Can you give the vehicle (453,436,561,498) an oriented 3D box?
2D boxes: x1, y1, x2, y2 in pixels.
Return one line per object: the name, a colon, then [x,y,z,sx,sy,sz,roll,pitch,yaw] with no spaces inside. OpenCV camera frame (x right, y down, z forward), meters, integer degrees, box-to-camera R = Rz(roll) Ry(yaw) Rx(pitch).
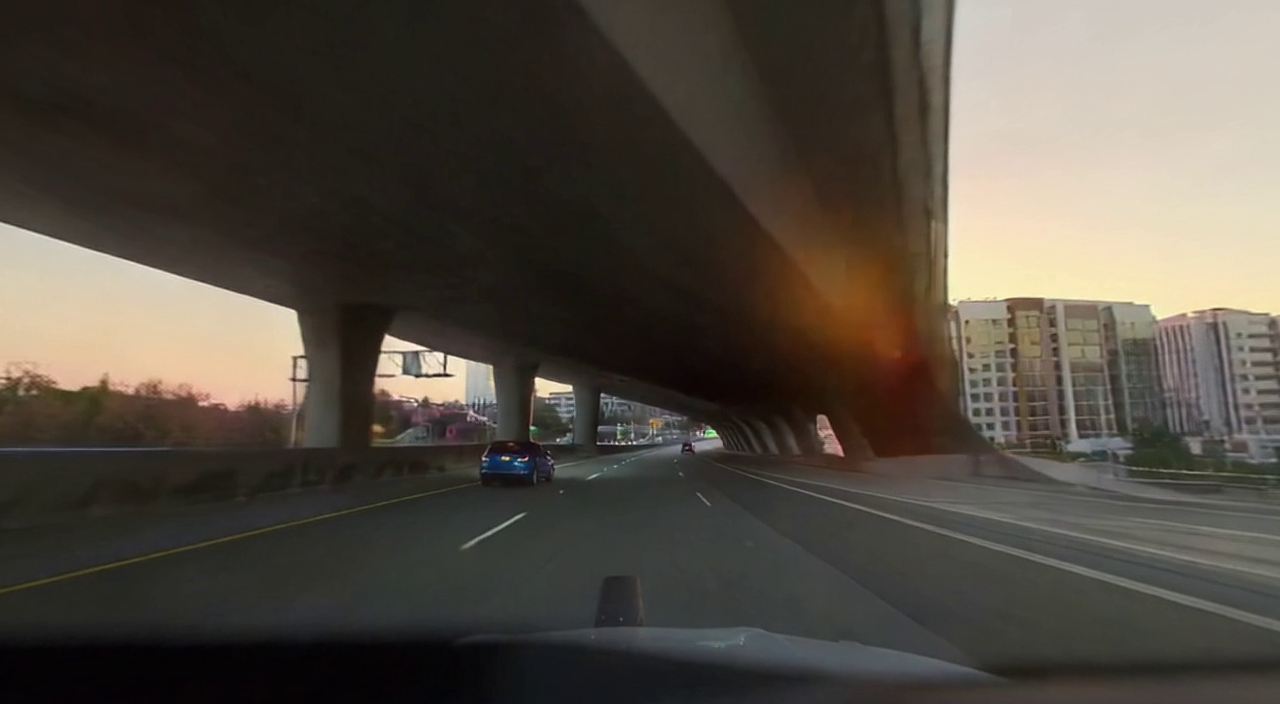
vehicle: [-3.744,3.339,18.781,2.087,1.566,4.756,0,-9,2]
